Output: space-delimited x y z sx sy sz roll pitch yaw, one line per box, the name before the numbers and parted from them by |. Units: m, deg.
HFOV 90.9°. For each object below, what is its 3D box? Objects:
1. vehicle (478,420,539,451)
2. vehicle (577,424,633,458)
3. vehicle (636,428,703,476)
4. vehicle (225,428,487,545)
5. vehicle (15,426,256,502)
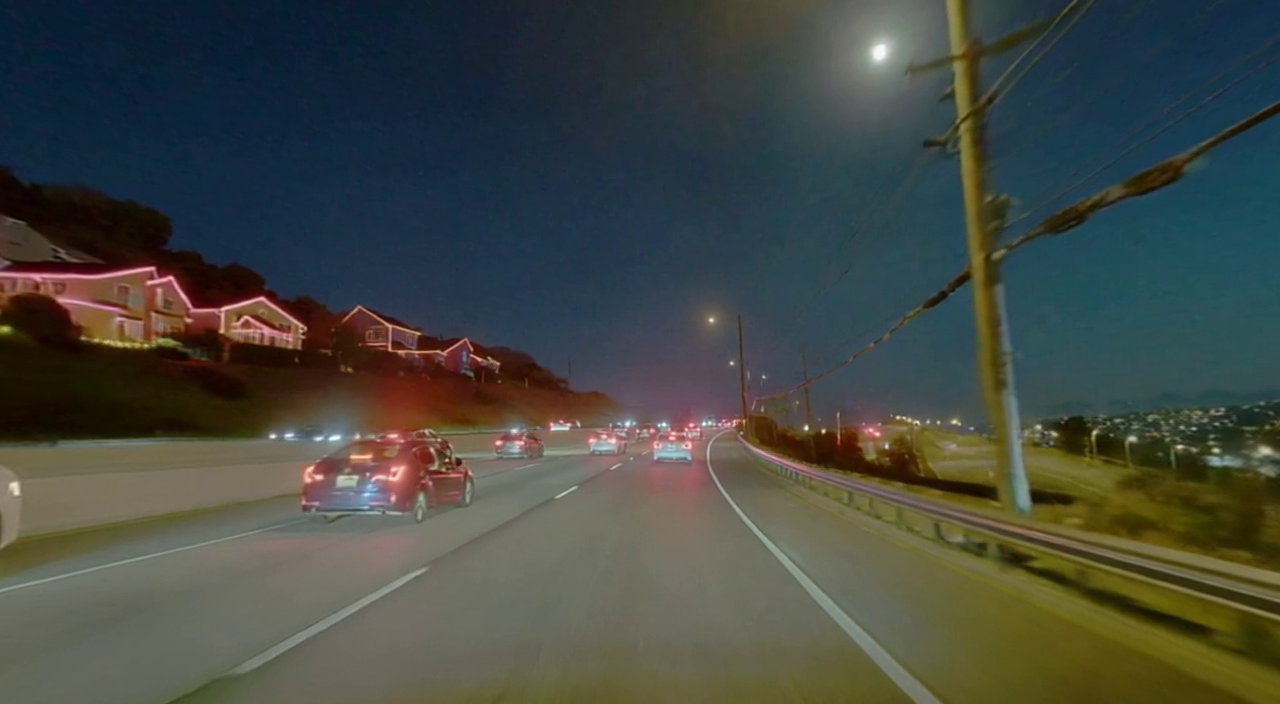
vehicle | -8.142 5.270 39.462 2.080 1.833 4.461 -2 -9 12
vehicle | -1.737 4.713 33.228 2.121 1.639 4.383 -1 -8 8
vehicle | 1.062 3.462 22.029 2.109 1.495 3.935 -1 -8 4
vehicle | -4.245 2.078 10.540 1.956 1.478 4.789 -1 -8 3
vehicle | -12.520 2.796 16.173 1.986 1.622 4.548 -2 -8 10
